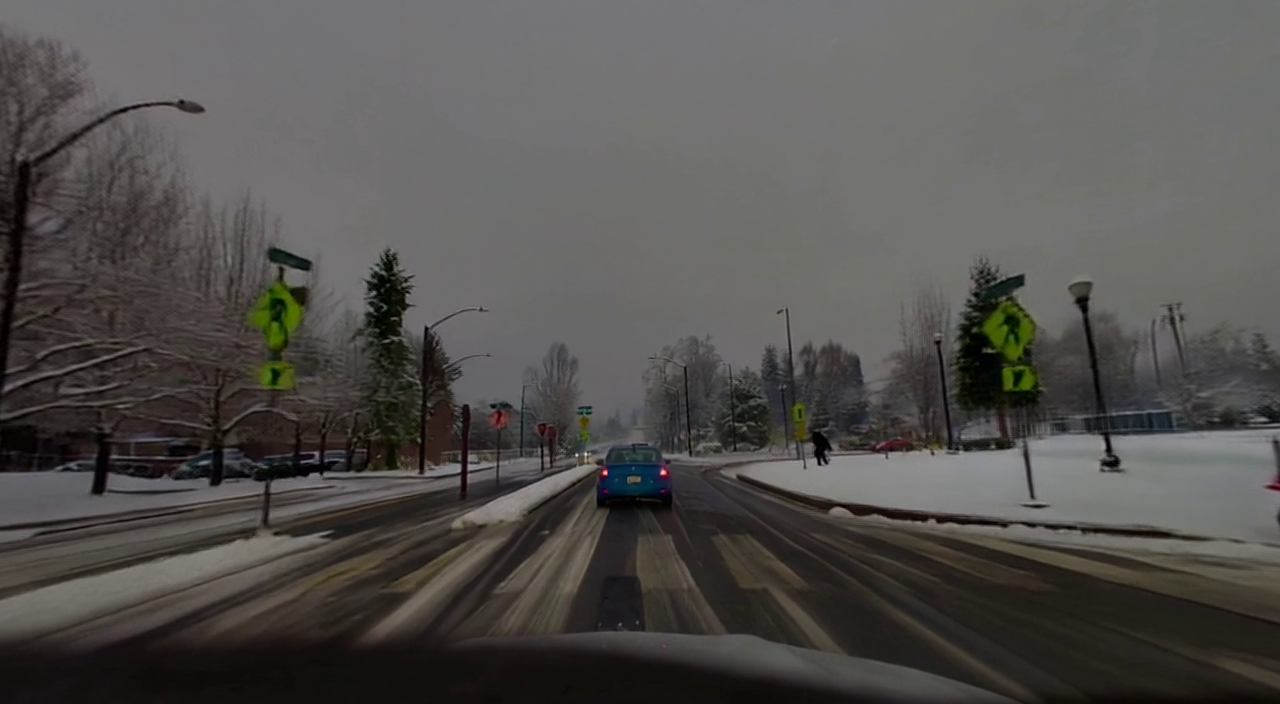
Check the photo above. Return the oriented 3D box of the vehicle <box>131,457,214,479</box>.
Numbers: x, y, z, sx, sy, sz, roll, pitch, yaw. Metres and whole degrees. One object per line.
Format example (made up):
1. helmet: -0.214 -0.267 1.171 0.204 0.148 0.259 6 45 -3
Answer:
1. vehicle: -35.432 8.818 47.968 4.500 1.542 2.155 0 -8 0

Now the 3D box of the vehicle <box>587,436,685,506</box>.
1. vehicle: -0.150 3.033 16.604 2.221 1.570 4.398 0 -8 -2

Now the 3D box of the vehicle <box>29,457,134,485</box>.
1. vehicle: -35.588 7.567 40.363 4.466 1.619 2.319 -1 -8 -1

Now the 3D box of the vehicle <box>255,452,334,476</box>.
1. vehicle: -23.016 7.456 42.162 4.038 1.531 2.015 1 -9 -3
